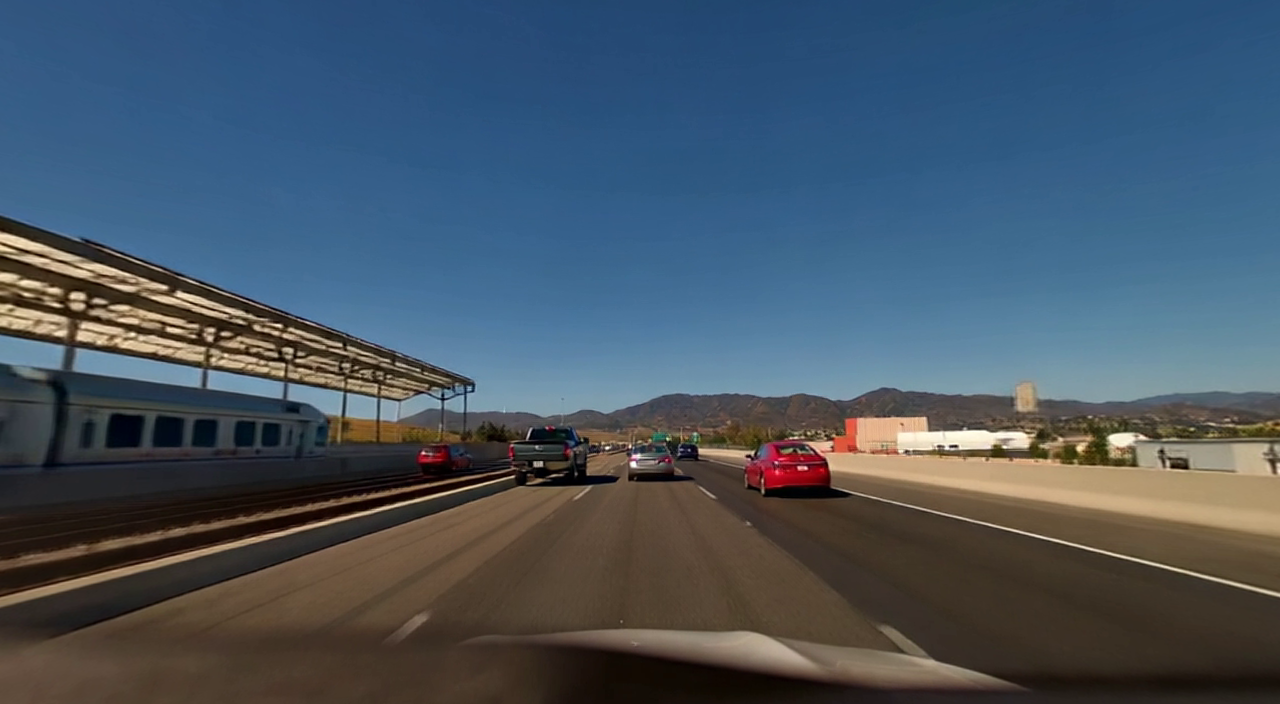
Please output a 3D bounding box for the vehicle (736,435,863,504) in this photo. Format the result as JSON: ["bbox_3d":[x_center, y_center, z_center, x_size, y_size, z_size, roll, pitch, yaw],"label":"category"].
[{"bbox_3d":[3.885,2.948,16.311,2.023,1.510,4.773,0,-8,0],"label":"vehicle"}]

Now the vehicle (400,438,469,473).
[{"bbox_3d":[-10.918,5.507,33.846,2.137,1.728,4.665,0,-8,0],"label":"vehicle"}]

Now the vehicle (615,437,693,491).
[{"bbox_3d":[0.398,3.450,19.681,2.171,1.493,4.081,0,-8,0],"label":"vehicle"}]

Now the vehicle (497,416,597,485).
[{"bbox_3d":[-3.287,3.725,24.082,2.733,2.230,6.820,0,-8,0],"label":"vehicle"}]
